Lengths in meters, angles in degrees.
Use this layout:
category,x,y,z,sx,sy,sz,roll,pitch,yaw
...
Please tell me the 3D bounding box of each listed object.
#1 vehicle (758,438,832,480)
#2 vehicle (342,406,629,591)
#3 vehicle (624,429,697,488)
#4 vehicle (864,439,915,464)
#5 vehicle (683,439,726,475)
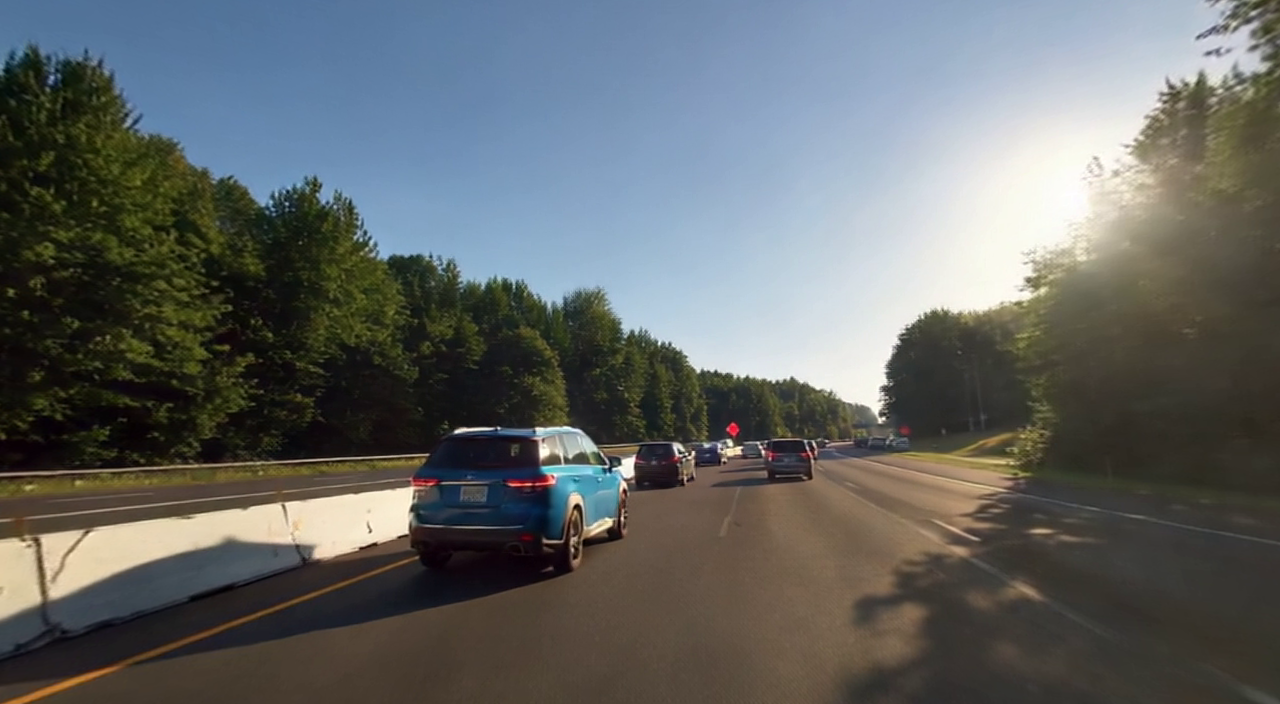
category,x,y,z,sx,sy,sz,roll,pitch,yaw
vehicle,5.802,4.037,24.158,1.962,1.442,4.536,-1,-8,4
vehicle,-1.477,1.621,7.853,2.021,1.635,4.085,-1,-8,9
vehicle,0.737,3.336,19.974,2.017,1.662,3.543,-1,-8,7
vehicle,15.894,6.317,40.268,1.990,1.478,4.475,-1,-8,8
vehicle,2.873,4.572,27.717,1.755,1.457,3.686,-1,-8,7
